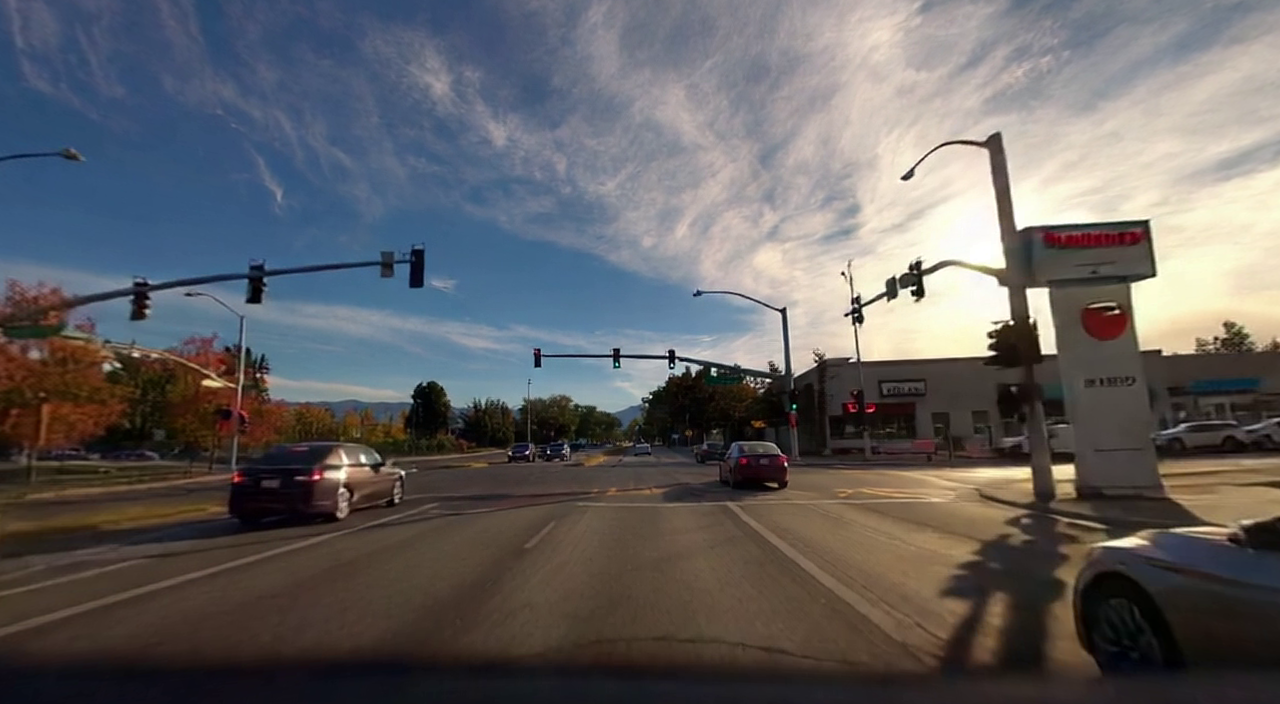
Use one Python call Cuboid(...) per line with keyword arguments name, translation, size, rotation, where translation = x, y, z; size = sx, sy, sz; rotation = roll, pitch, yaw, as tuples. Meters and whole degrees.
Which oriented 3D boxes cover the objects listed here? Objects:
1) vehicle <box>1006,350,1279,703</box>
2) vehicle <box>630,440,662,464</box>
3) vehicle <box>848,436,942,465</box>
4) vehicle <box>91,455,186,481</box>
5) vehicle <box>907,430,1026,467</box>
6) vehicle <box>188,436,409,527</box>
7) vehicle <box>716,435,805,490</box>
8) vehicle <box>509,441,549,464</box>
Cuboid(name="vehicle", translation=(3.372, 0.682, 1.492), size=(2.174, 1.596, 4.779), rotation=(0, -8, 1))
Cuboid(name="vehicle", translation=(0.360, 6.618, 42.026), size=(2.008, 1.464, 4.052), rotation=(0, -8, -1))
Cuboid(name="vehicle", translation=(13.945, 5.413, 34.771), size=(4.370, 1.517, 1.939), rotation=(-1, -8, 4))
Cuboid(name="vehicle", translation=(-31.152, 7.198, 39.396), size=(4.307, 1.467, 1.928), rotation=(5, -10, -30))
Cuboid(name="vehicle", translation=(15.855, 4.701, 30.858), size=(4.599, 1.731, 2.155), rotation=(0, -8, 0))
Cuboid(name="vehicle", translation=(-6.463, 2.467, 12.664), size=(2.038, 1.484, 4.273), rotation=(0, -8, 0))
Cuboid(name="vehicle", translation=(3.537, 3.330, 19.330), size=(1.842, 1.480, 4.155), rotation=(0, -8, 0))
Cuboid(name="vehicle", translation=(-7.760, 7.094, 44.403), size=(1.933, 1.455, 4.562), rotation=(-3, -10, 0))
